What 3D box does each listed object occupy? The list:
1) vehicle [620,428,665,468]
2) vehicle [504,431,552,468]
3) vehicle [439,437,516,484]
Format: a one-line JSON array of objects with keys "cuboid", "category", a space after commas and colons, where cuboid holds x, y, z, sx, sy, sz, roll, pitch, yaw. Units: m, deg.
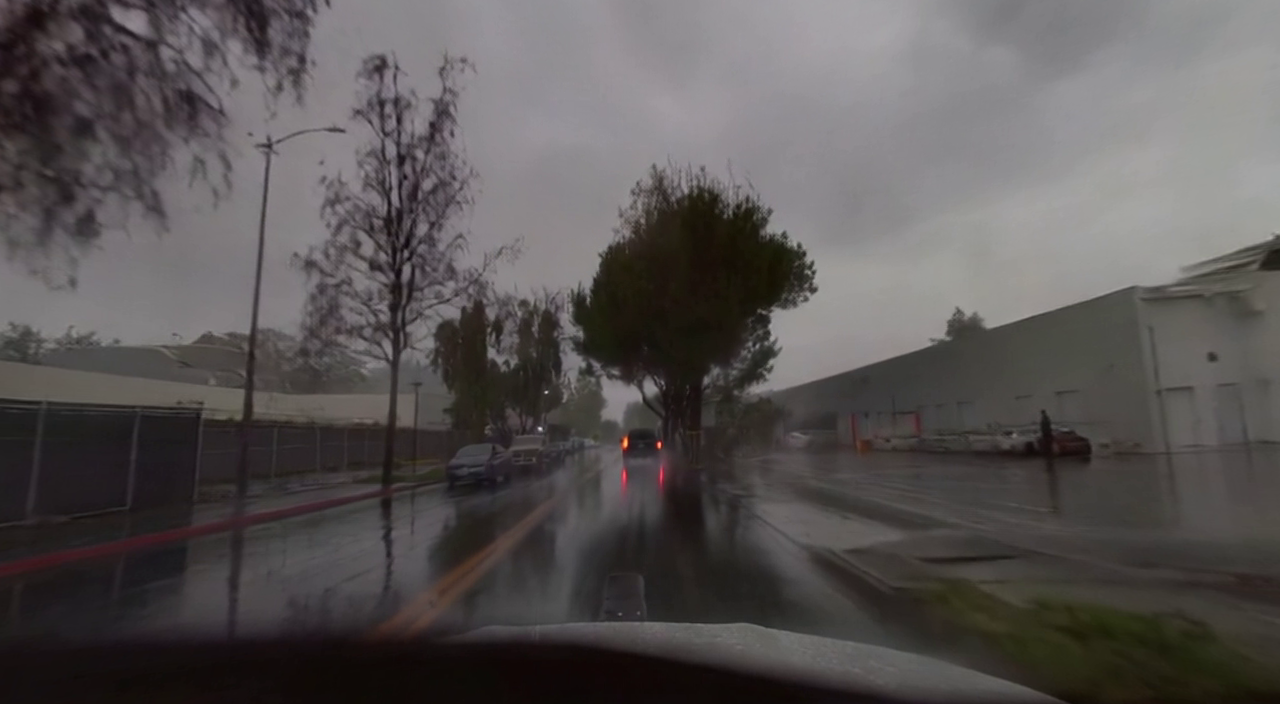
[{"cuboid": [0.108, 4.893, 32.308, 2.152, 1.874, 4.042, 0, -8, 0], "category": "vehicle"}, {"cuboid": [-6.673, 5.899, 38.052, 2.005, 1.989, 4.929, -3, -9, 0], "category": "vehicle"}, {"cuboid": [-6.089, 4.153, 24.086, 1.938, 1.500, 4.130, -3, -10, -2], "category": "vehicle"}]
